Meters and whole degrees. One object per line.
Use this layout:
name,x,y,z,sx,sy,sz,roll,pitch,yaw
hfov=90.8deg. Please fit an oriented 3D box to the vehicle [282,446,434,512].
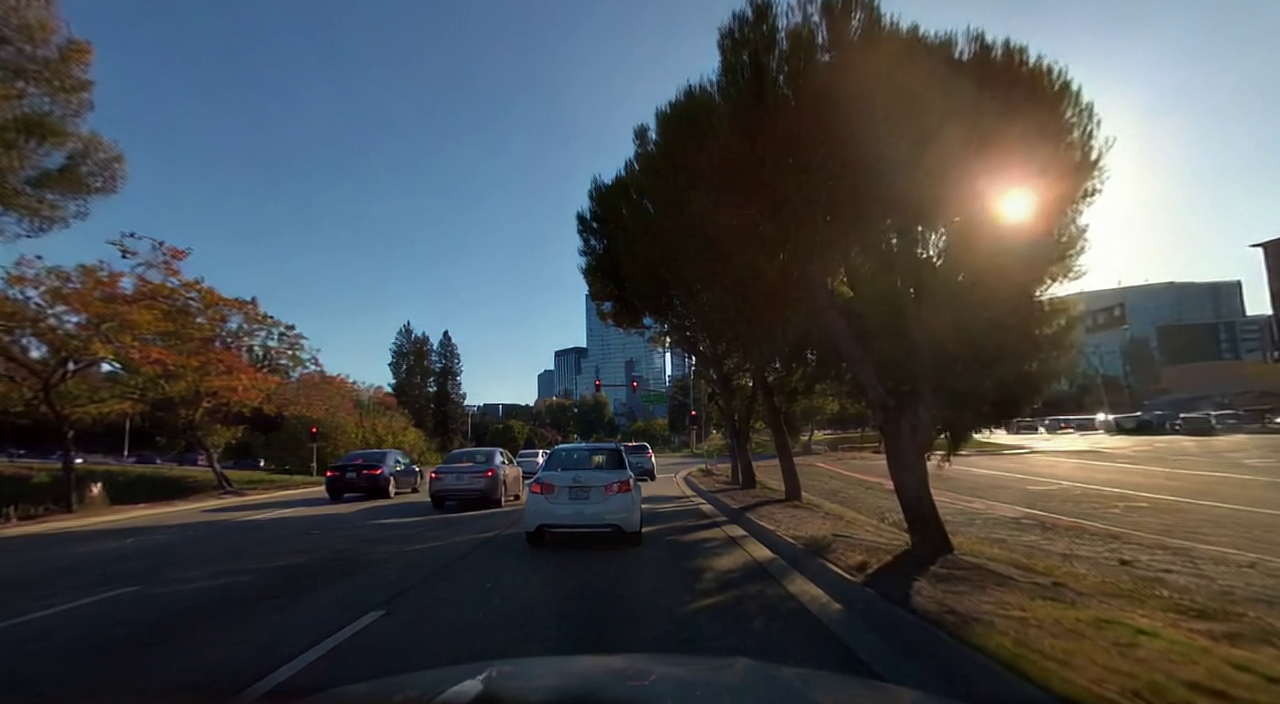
vehicle,-7.025,3.165,16.368,1.852,1.458,4.422,0,-8,1

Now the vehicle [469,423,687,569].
vehicle,-0.651,1.824,8.811,2.231,1.481,4.489,0,-8,0
